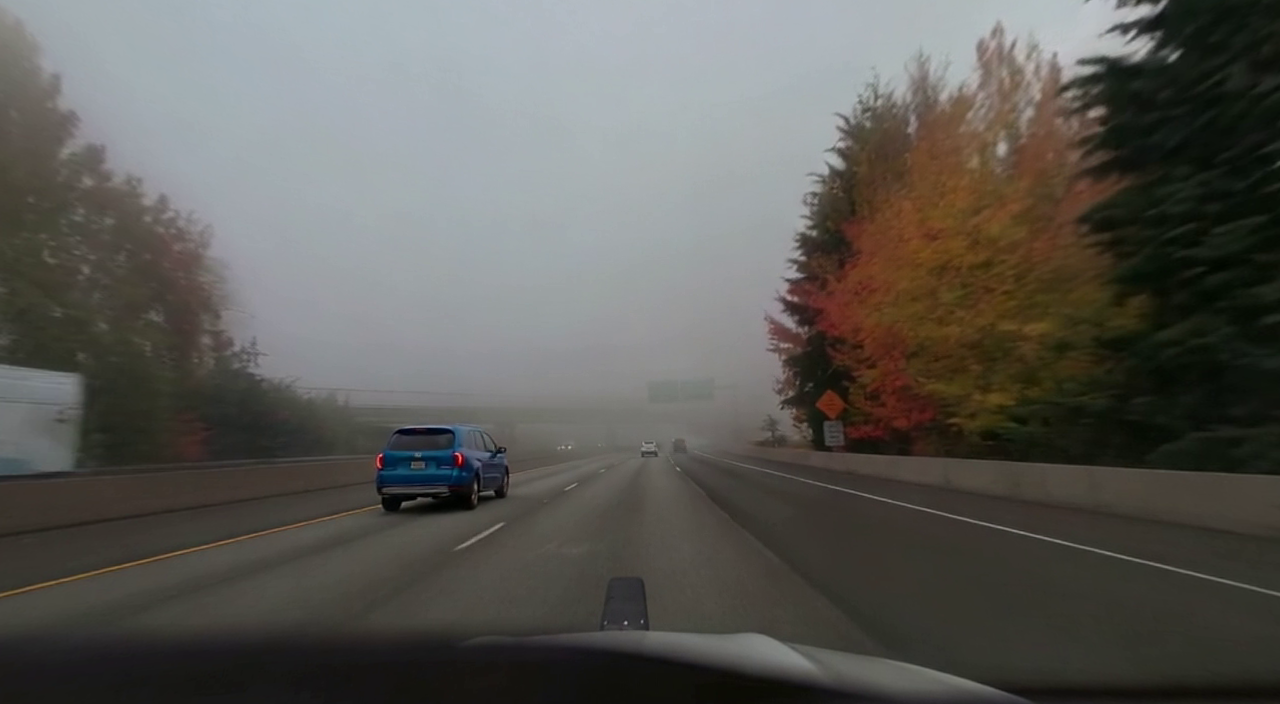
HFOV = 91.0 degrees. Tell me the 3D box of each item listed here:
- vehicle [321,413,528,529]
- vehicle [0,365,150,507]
[{"bbox_3d":[-3.608,2.102,11.645,2.177,1.707,4.432,0,-8,1],"label":"vehicle"},{"bbox_3d":[-20.006,2.178,16.399,2.955,4.073,13.911,0,-8,2],"label":"vehicle"}]
